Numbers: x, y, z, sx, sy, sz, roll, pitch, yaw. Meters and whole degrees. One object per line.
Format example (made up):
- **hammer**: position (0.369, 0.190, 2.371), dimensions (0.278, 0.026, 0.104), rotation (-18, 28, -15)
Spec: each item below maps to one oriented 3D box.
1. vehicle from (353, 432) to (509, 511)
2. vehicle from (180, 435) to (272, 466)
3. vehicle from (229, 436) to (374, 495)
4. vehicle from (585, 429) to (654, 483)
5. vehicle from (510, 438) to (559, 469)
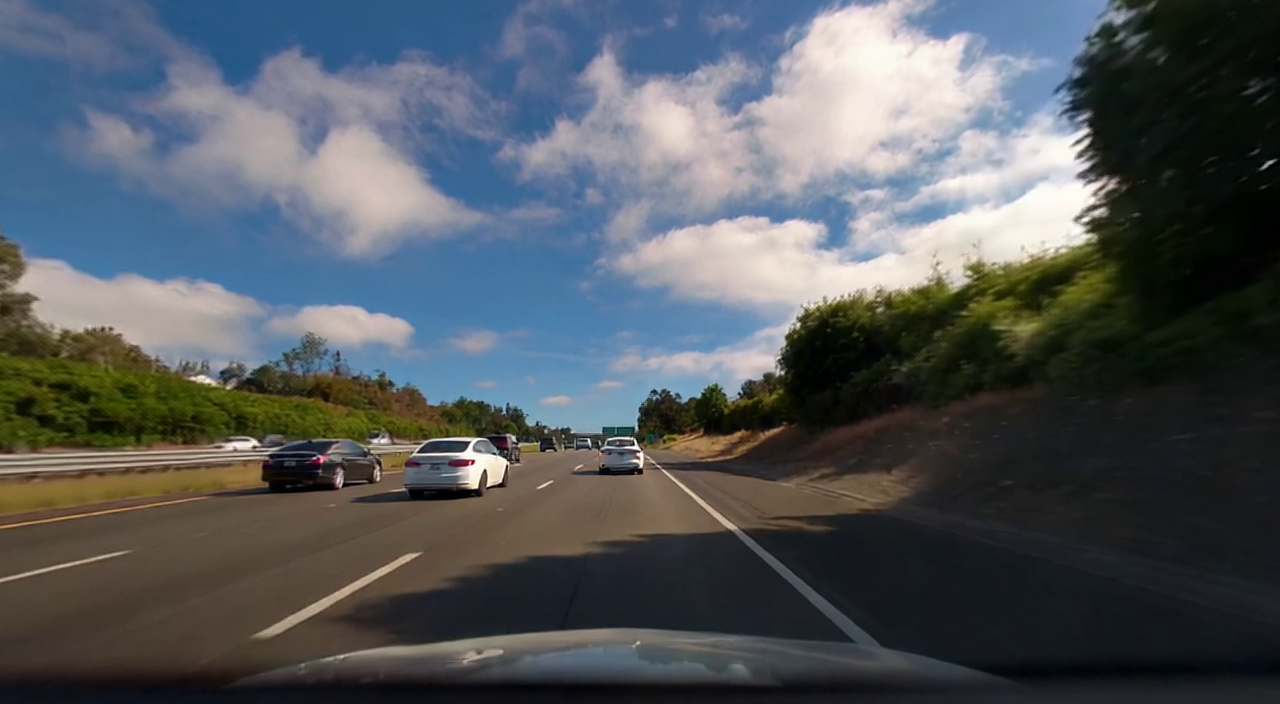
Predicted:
- **vehicle**: position (-4.372, 2.532, 14.012), dimensions (1.971, 1.464, 4.386), rotation (0, -8, 0)
- **vehicle**: position (-21.642, 5.123, 33.088), dimensions (1.834, 1.469, 4.535), rotation (0, -8, -1)
- **vehicle**: position (-9.250, 3.096, 17.606), dimensions (1.850, 1.439, 3.932), rotation (0, -8, 0)
- **vehicle**: position (-0.694, 3.527, 21.761), dimensions (2.178, 1.658, 3.916), rotation (0, -8, -1)
- **vehicle**: position (-5.241, 5.084, 31.723), dimensions (1.835, 1.432, 3.835), rotation (0, -8, 0)
